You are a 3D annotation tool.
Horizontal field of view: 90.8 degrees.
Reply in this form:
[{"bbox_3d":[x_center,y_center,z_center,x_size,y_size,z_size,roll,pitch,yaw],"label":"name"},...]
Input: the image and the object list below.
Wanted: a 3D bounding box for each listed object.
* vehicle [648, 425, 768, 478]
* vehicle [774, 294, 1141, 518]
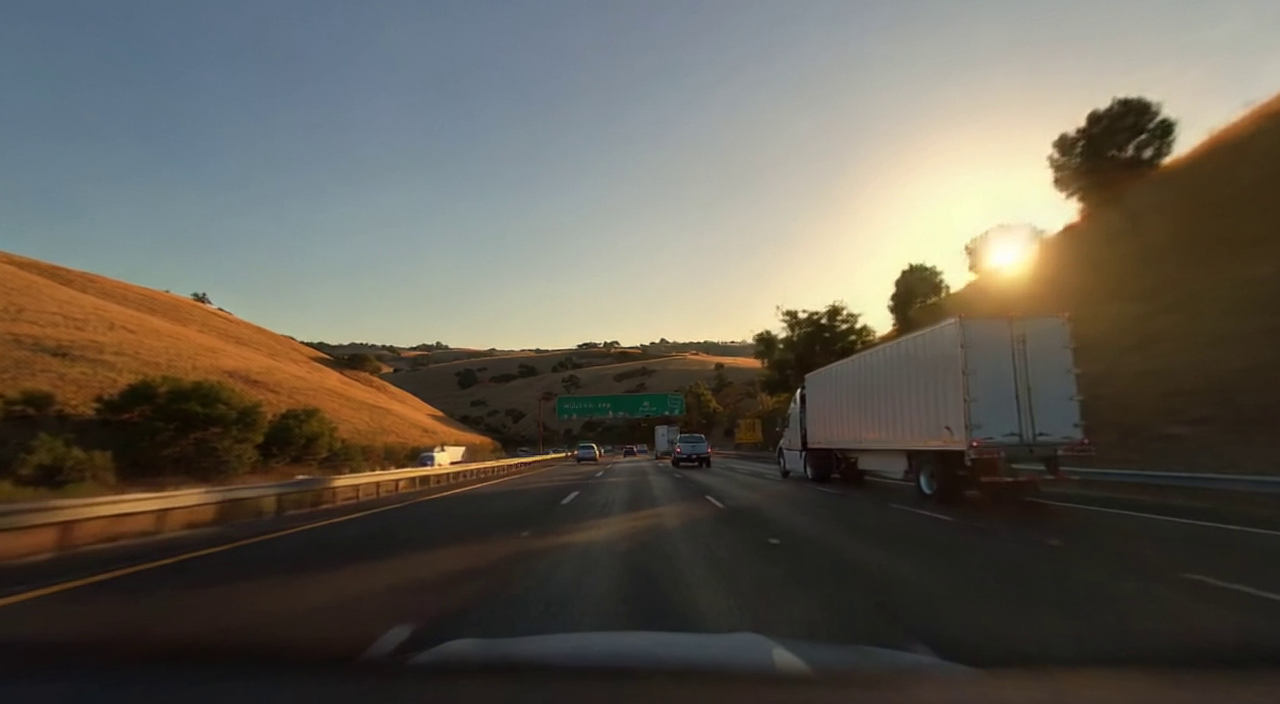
[{"bbox_3d":[3.000,4.525,28.752,5.075,2.277,2.365,0,-9,-3],"label":"vehicle"},{"bbox_3d":[7.588,2.209,19.923,2.935,4.187,16.357,0,-9,-1],"label":"vehicle"}]
